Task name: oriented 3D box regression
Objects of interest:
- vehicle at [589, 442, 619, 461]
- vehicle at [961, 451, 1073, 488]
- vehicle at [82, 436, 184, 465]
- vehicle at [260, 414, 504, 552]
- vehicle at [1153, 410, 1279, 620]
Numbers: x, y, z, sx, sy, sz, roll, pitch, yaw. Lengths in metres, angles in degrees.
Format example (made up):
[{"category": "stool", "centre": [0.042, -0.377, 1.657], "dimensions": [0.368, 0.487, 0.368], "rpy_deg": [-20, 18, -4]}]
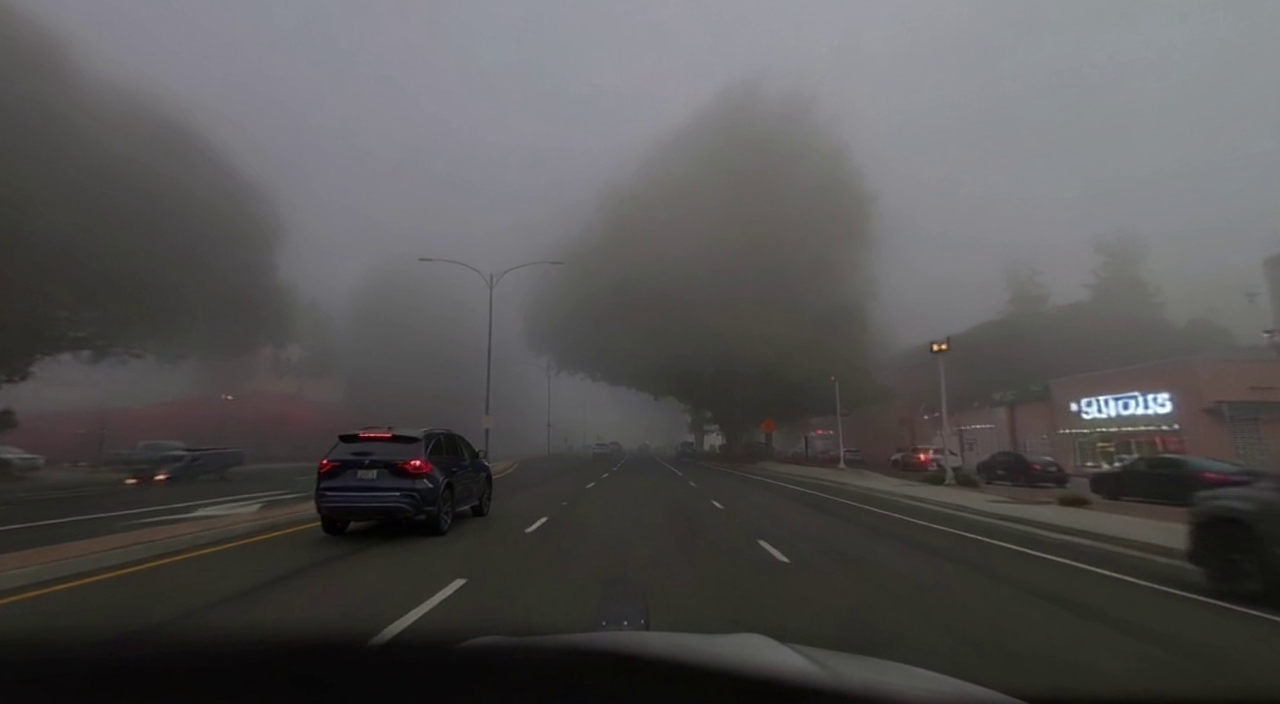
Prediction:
[{"category": "vehicle", "centre": [-2.780, 7.835, 49.739], "dimensions": [2.005, 1.446, 4.265], "rpy_deg": [0, -8, 1]}, {"category": "vehicle", "centre": [16.550, 5.148, 27.806], "dimensions": [1.703, 1.446, 3.822], "rpy_deg": [7, -12, -43]}, {"category": "vehicle", "centre": [-35.270, 6.897, 44.122], "dimensions": [2.131, 1.878, 5.681], "rpy_deg": [-1, -8, 4]}, {"category": "vehicle", "centre": [-3.532, 1.869, 9.593], "dimensions": [1.983, 1.635, 3.957], "rpy_deg": [0, -8, 1]}, {"category": "vehicle", "centre": [6.662, 1.155, 3.701], "dimensions": [2.335, 1.790, 5.991], "rpy_deg": [0, -8, 1]}]
